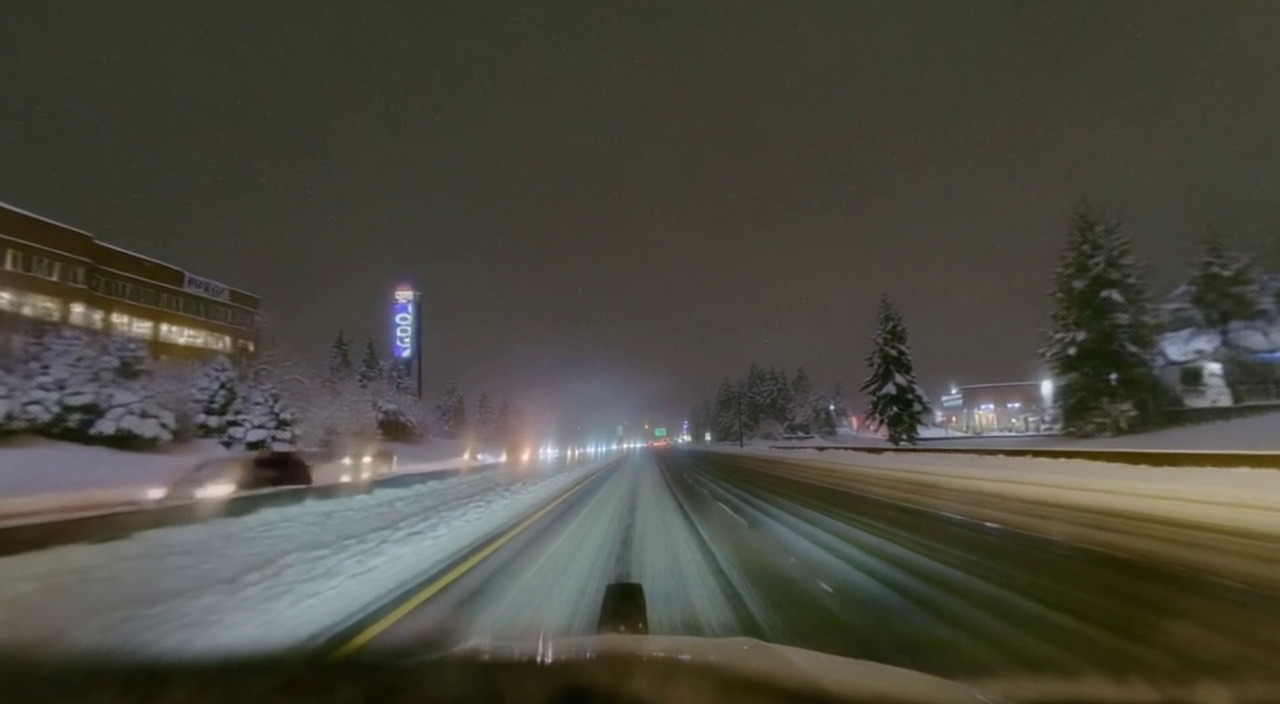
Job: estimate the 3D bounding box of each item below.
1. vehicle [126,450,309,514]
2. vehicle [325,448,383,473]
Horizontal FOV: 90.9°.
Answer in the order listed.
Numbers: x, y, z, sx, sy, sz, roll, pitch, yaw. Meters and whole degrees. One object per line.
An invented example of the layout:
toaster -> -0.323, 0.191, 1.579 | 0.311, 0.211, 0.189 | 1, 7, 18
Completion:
vehicle -> -11.562, 3.537, 17.768 | 1.910, 1.499, 4.634 | 0, -8, 0
vehicle -> -21.921, 8.298, 48.577 | 2.059, 1.784, 5.055 | 0, -8, 0
